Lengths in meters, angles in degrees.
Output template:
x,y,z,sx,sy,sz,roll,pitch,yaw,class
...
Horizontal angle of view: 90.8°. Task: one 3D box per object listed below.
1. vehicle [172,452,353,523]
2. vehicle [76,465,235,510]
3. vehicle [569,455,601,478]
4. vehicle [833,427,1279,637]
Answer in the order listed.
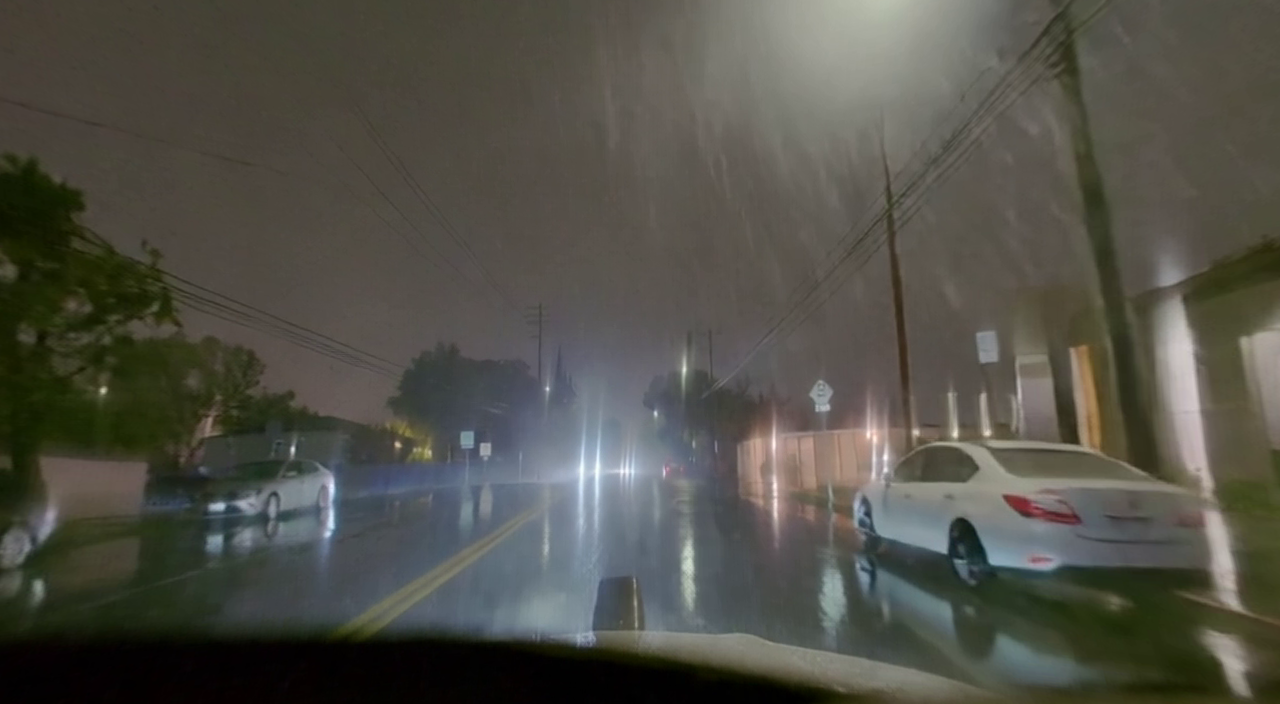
x,y,z,sx,sy,sz,roll,pitch,yaw,class
-9.453,3.382,16.408,2.000,1.495,4.687,0,-8,-3,vehicle
-17.916,5.007,23.531,4.285,1.518,1.962,0,-8,1,vehicle
-4.187,8.821,48.824,2.108,1.651,4.176,0,-8,-1,vehicle
3.820,1.628,6.908,1.946,1.468,4.721,0,-8,0,vehicle
